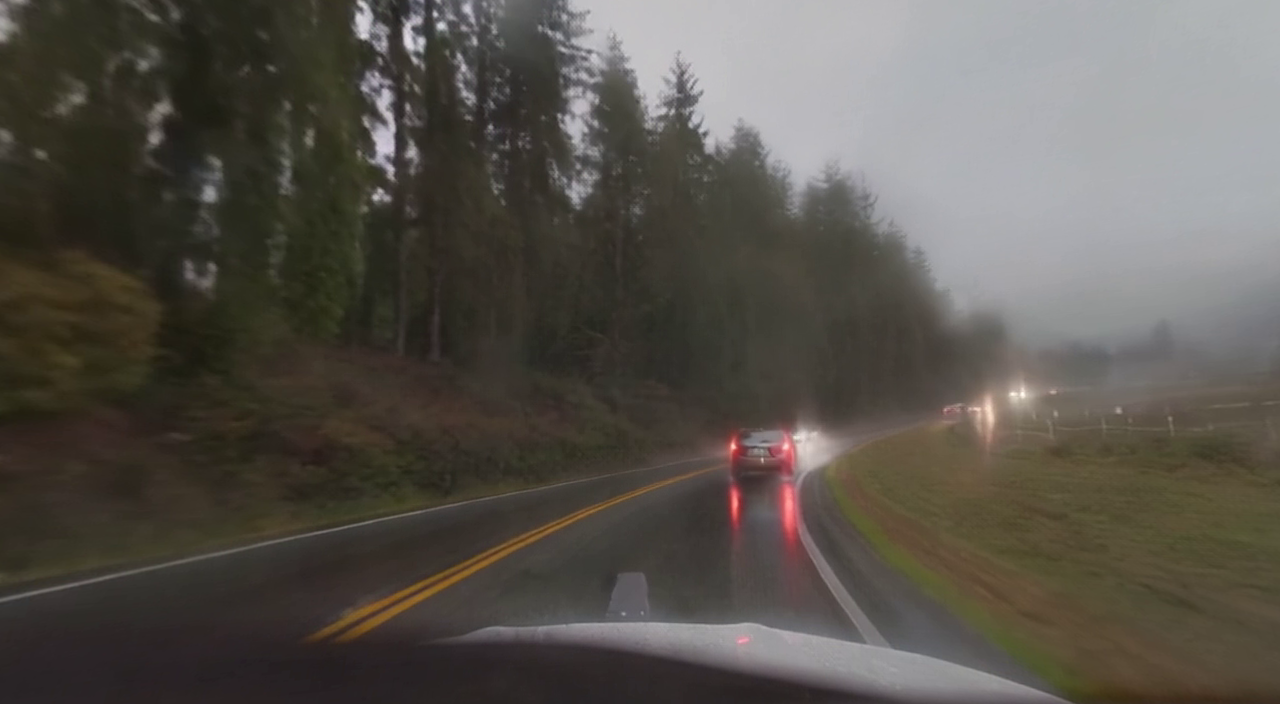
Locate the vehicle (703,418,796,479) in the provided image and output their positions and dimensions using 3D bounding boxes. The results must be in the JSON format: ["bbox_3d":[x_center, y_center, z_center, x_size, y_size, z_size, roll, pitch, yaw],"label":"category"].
[{"bbox_3d":[3.418,2.891,19.008,2.274,1.583,4.349,-2,-9,15],"label":"vehicle"}]
